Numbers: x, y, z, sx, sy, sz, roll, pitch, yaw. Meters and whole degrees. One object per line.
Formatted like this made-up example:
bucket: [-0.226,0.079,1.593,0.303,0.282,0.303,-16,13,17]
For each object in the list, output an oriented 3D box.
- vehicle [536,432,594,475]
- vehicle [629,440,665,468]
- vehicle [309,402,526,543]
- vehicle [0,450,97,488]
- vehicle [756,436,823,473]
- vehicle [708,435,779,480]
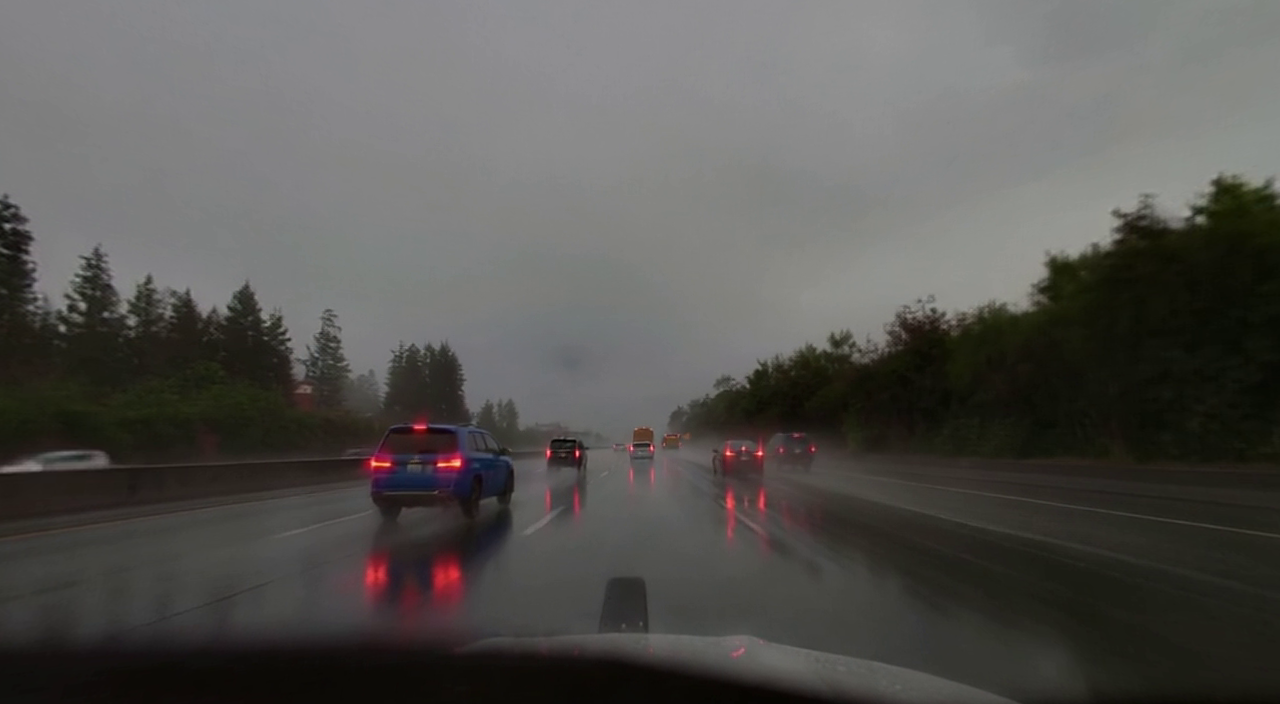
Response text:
vehicle: [-3.497,4.823,30.199,2.155,1.843,4.567,0,-8,1]
vehicle: [0.420,6.227,38.686,2.042,1.632,3.654,0,-8,0]
vehicle: [-3.429,1.962,10.851,2.016,1.898,4.458,0,-8,1]
vehicle: [-26.828,5.083,27.710,1.860,1.513,4.489,0,-8,1]
vehicle: [7.980,5.515,34.228,2.191,1.807,5.692,0,-8,0]
vehicle: [4.093,4.247,25.652,2.050,1.661,4.636,0,-8,-1]
